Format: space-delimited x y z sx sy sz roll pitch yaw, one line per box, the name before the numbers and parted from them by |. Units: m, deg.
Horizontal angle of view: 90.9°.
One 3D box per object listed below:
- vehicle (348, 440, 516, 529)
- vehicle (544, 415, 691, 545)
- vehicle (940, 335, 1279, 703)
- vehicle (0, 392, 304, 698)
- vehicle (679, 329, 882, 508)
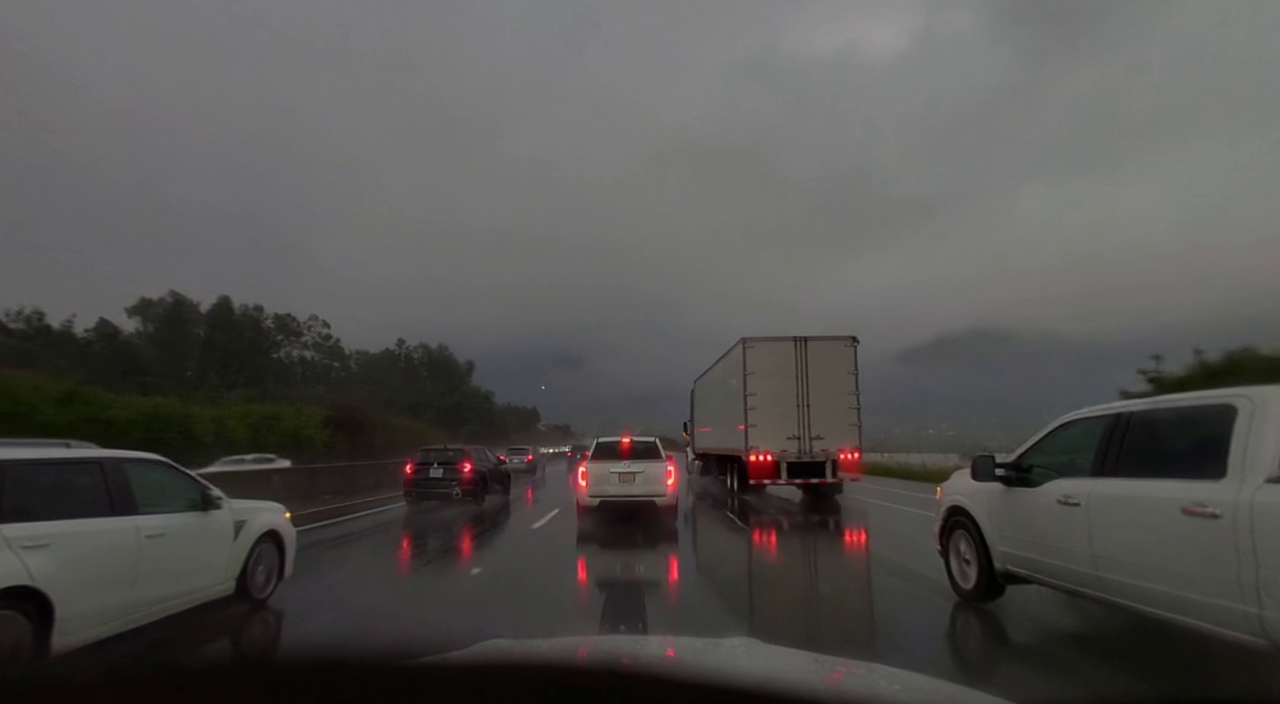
vehicle | -3.989 2.605 12.984 1.923 1.503 4.293 0 -9 1
vehicle | -0.316 2.109 10.911 2.037 1.792 4.194 0 -9 0
vehicle | 3.641 0.895 3.049 2.076 1.751 4.666 0 -9 0
vehicle | -4.309 1.186 4.350 1.789 1.620 3.841 0 -9 1
vehicle | 3.666 2.695 22.229 3.186 4.111 15.553 0 -9 -2
